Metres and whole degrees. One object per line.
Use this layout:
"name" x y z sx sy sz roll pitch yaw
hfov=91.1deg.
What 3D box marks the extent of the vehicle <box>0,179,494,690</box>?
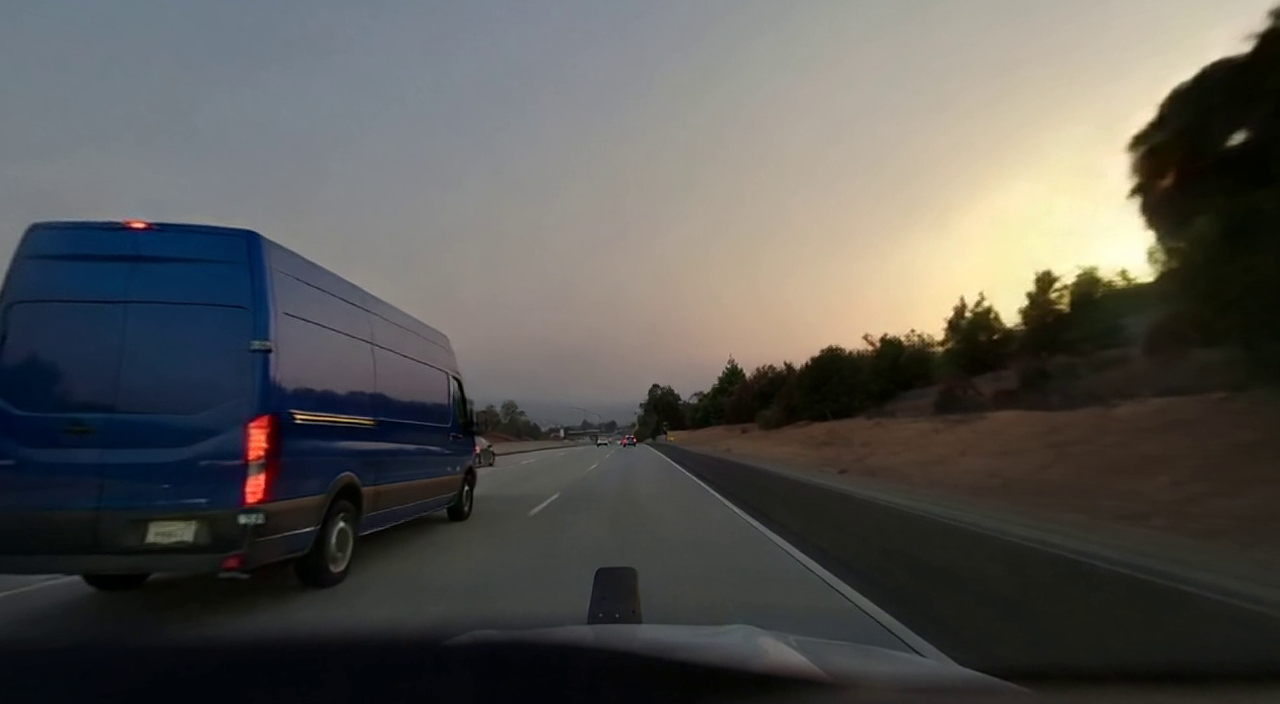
"vehicle" -3.684 0.870 7.081 2.428 2.782 7.330 0 -8 -1
